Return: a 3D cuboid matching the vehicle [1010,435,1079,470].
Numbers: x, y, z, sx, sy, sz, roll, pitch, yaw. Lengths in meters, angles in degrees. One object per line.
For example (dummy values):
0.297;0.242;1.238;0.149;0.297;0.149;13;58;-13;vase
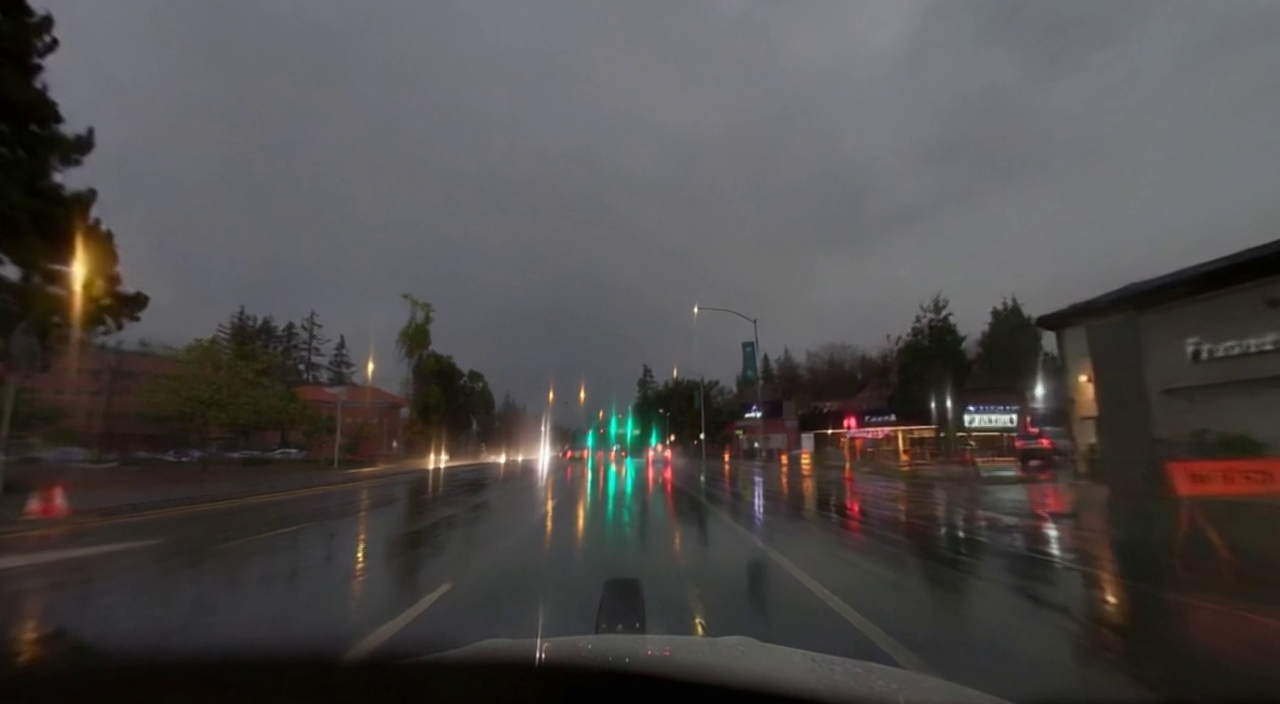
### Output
21.021;5.187;32.713;2.160;1.639;5.163;-8;-11;40;vehicle
